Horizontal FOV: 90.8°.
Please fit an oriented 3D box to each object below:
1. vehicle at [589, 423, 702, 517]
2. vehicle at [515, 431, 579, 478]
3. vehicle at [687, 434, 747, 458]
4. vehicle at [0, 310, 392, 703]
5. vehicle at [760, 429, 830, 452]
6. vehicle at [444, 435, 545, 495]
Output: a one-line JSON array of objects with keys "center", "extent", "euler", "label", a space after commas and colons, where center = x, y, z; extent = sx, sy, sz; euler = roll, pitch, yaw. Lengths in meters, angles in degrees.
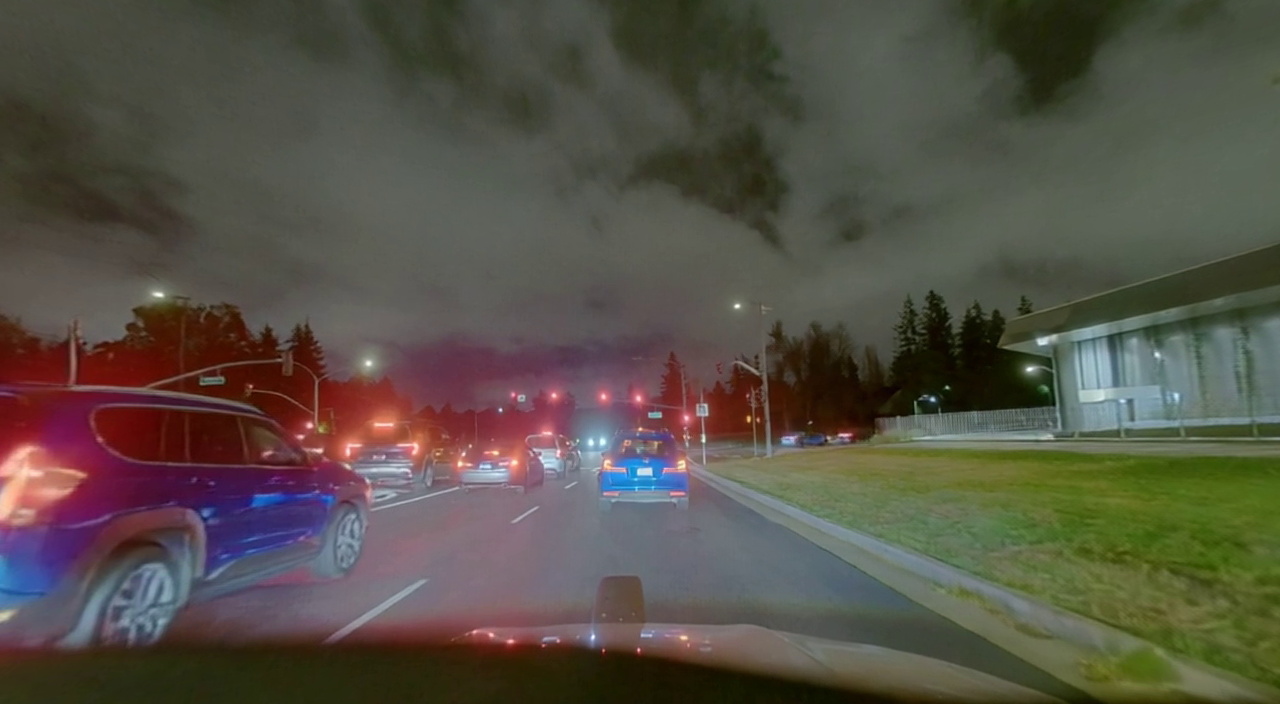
[{"center": [0.095, 2.464, 13.663], "extent": [2.055, 1.681, 4.270], "euler": [0, -9, 0], "label": "vehicle"}, {"center": [-3.911, 4.398, 27.301], "extent": [2.043, 1.813, 4.549], "euler": [0, -9, 0], "label": "vehicle"}, {"center": [5.841, 7.108, 47.924], "extent": [4.198, 1.751, 1.935], "euler": [-3, -9, 16], "label": "vehicle"}, {"center": [-4.067, 1.131, 5.175], "extent": [2.088, 1.947, 5.119], "euler": [0, -9, -1], "label": "vehicle"}, {"center": [10.489, 6.037, 43.005], "extent": [4.265, 1.498, 1.826], "euler": [-1, -9, 3], "label": "vehicle"}, {"center": [-4.103, 3.254, 18.536], "extent": [1.942, 1.523, 4.212], "euler": [0, -9, 0], "label": "vehicle"}]
